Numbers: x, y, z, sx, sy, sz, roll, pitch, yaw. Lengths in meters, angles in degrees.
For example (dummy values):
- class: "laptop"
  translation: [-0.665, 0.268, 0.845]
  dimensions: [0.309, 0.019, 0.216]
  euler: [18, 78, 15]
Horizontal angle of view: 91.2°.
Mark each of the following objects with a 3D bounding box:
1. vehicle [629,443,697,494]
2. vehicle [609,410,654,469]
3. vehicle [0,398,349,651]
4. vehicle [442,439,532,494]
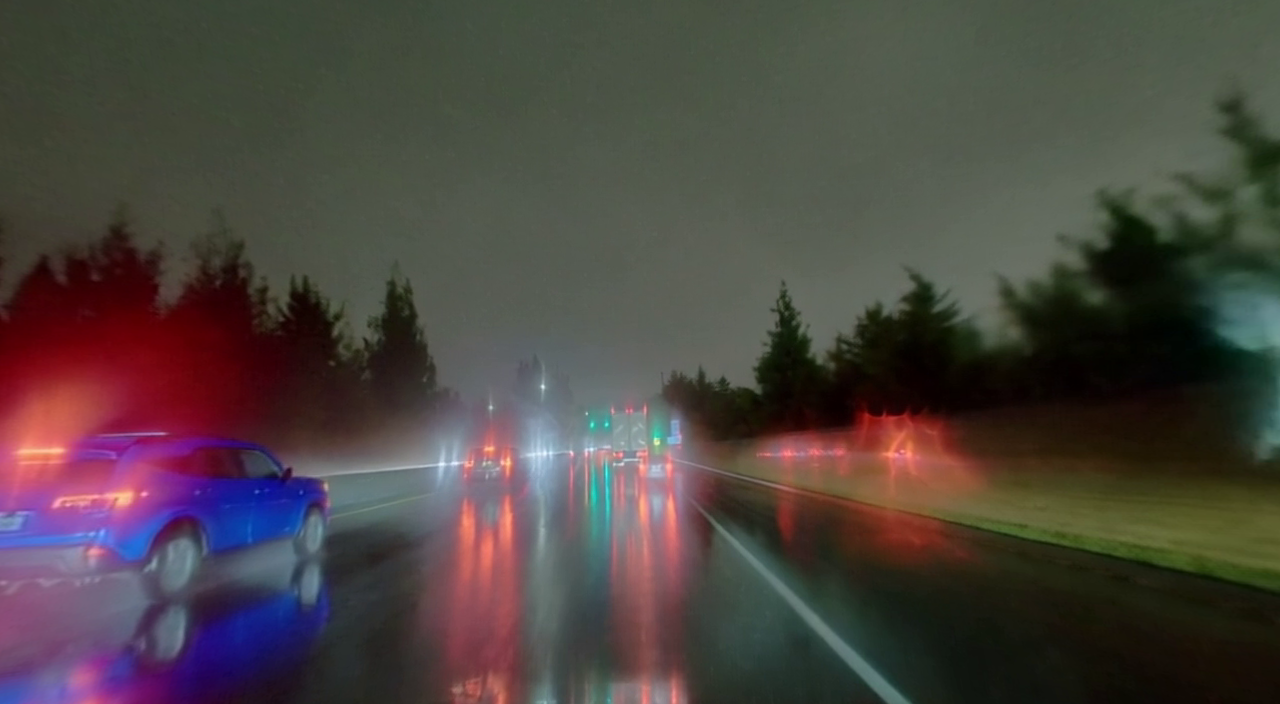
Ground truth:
- class: "vehicle"
  translation: [0.657, 3.835, 20.954]
  dimensions: [2.026, 1.489, 4.045]
  euler: [0, -9, -1]
- class: "vehicle"
  translation: [-0.755, 6.958, 49.154]
  dimensions: [3.113, 4.066, 10.786]
  euler: [0, -9, -2]
- class: "vehicle"
  translation: [-4.974, 1.472, 6.308]
  dimensions: [2.100, 1.671, 4.105]
  euler: [0, -9, 0]
- class: "vehicle"
  translation: [-5.079, 3.849, 21.456]
  dimensions: [2.035, 1.664, 4.064]
  euler: [0, -9, 0]
